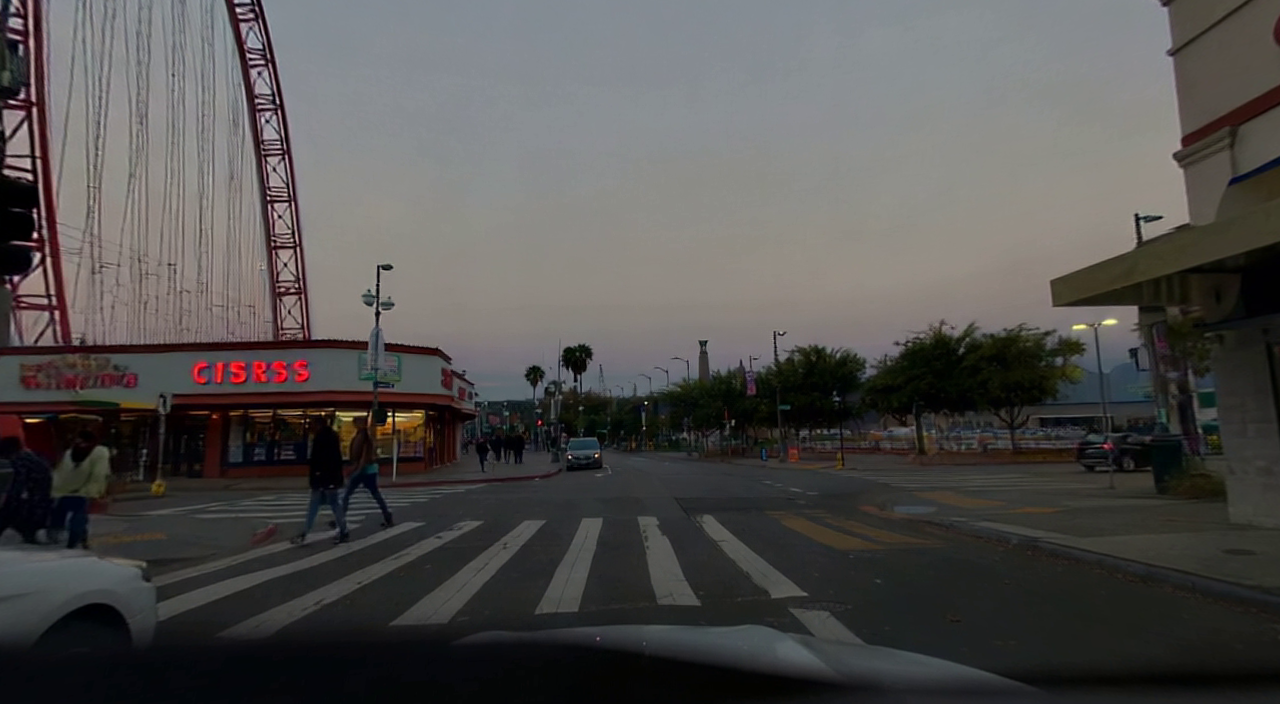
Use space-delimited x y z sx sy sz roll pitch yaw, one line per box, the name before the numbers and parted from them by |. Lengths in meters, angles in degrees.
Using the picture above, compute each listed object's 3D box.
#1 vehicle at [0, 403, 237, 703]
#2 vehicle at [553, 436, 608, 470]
vehicle | -3.374 0.785 1.193 1.940 1.505 4.676 -1 -9 3
vehicle | -3.915 6.403 40.247 2.549 2.000 5.699 2 -9 -15
